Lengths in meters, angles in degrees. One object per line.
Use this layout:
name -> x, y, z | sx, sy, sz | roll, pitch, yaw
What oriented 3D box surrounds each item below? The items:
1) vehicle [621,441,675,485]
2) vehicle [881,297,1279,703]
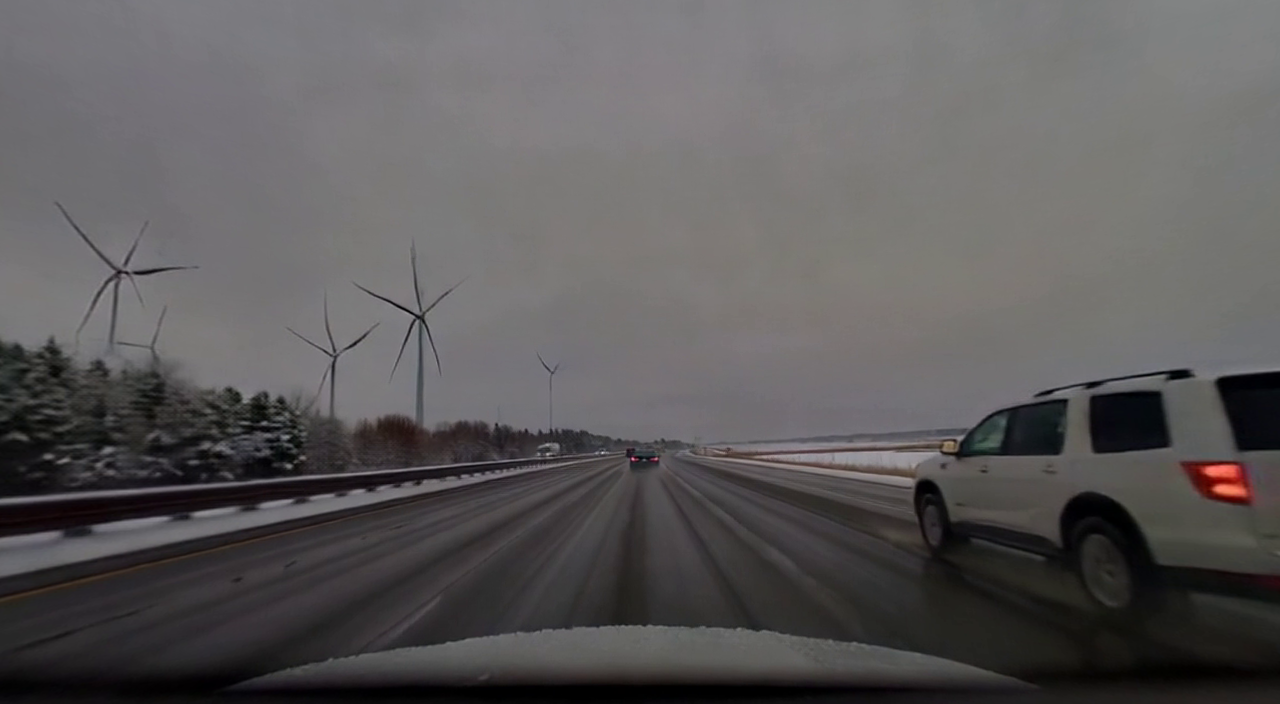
vehicle -> 0.298, 4.567, 26.202 | 2.083, 1.653, 3.787 | 0, -9, -1
vehicle -> 3.710, 0.975, 4.306 | 2.104, 1.861, 4.956 | 0, -9, 0
